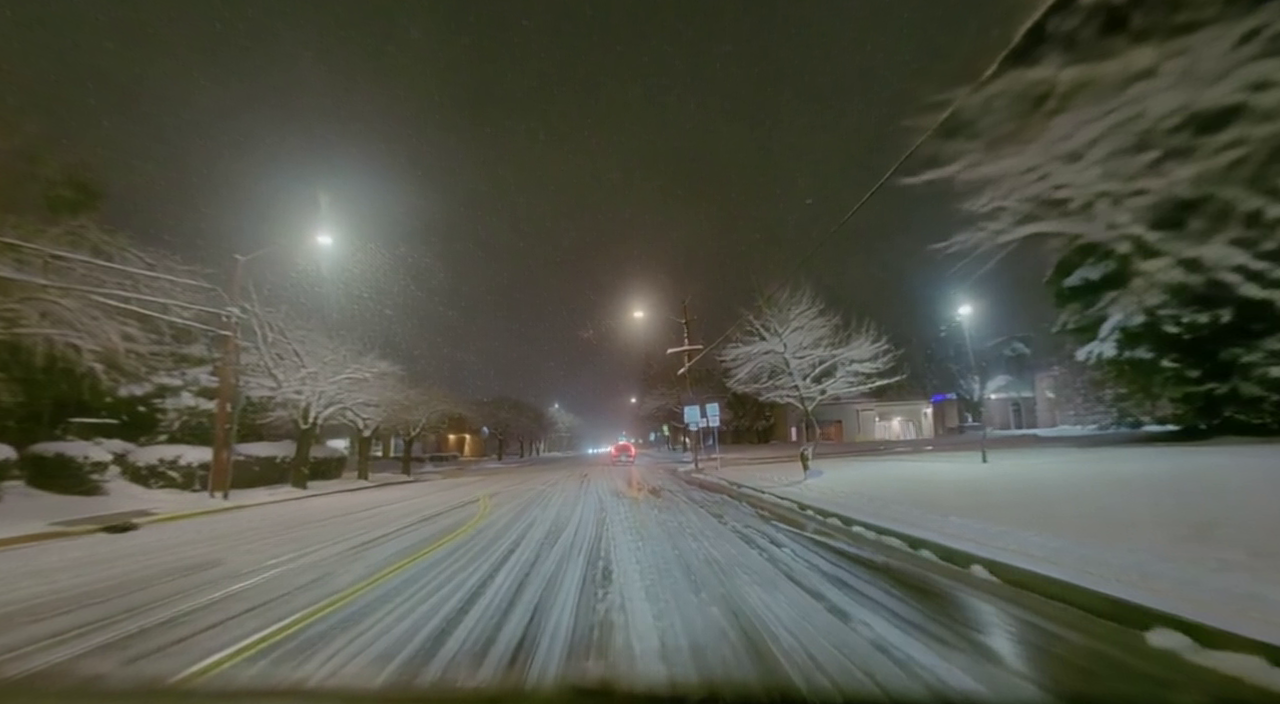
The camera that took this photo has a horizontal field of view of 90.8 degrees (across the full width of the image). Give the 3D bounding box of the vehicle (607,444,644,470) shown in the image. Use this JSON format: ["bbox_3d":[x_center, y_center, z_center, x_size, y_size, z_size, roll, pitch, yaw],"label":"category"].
[{"bbox_3d":[-0.928,6.405,38.671,2.131,1.474,4.146,1,-8,-3],"label":"vehicle"}]
